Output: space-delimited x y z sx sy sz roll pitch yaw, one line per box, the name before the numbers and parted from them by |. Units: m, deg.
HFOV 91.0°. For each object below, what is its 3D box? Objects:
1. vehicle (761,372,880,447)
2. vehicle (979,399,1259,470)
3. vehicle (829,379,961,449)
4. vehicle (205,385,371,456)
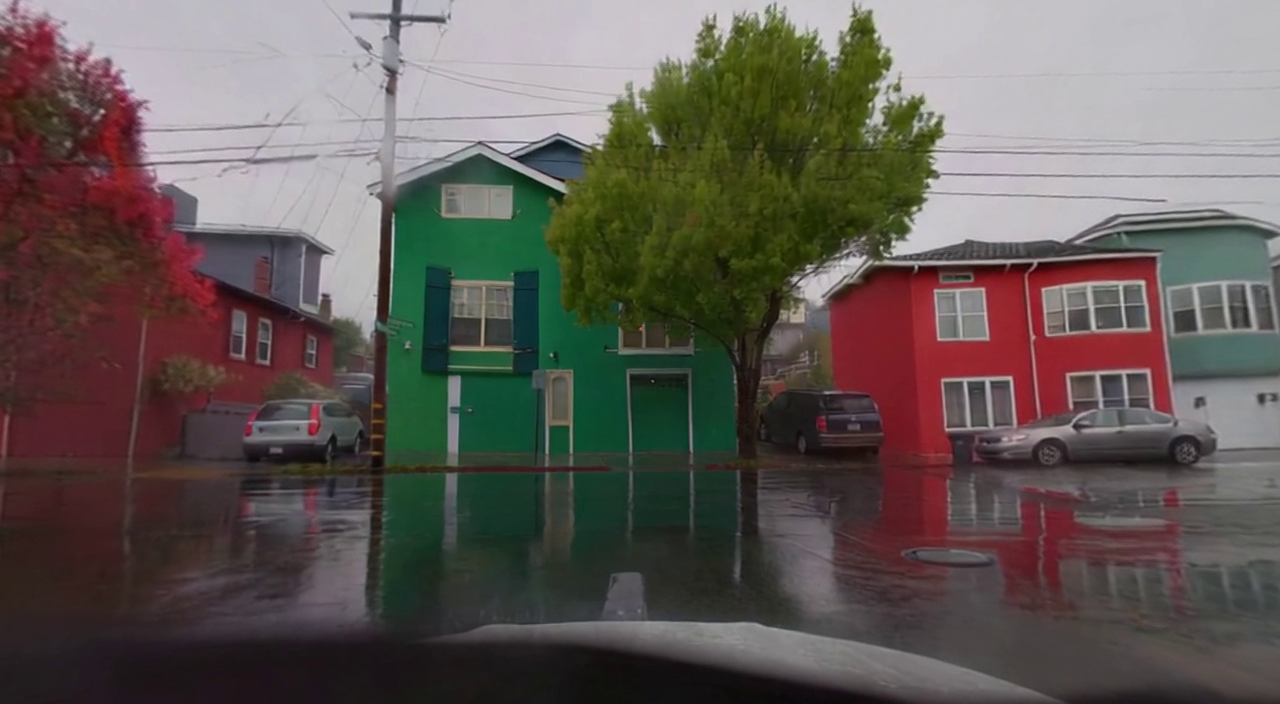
vehicle | 5.002 1.753 18.180 2.081 1.891 4.367 0 -8 -1
vehicle | 10.576 1.874 14.233 4.644 1.482 1.997 0 -8 1
vehicle | 7.186 1.895 18.278 2.053 1.756 4.034 0 -9 -1
vehicle | -9.826 2.056 18.154 2.091 1.760 4.760 0 -8 -1
